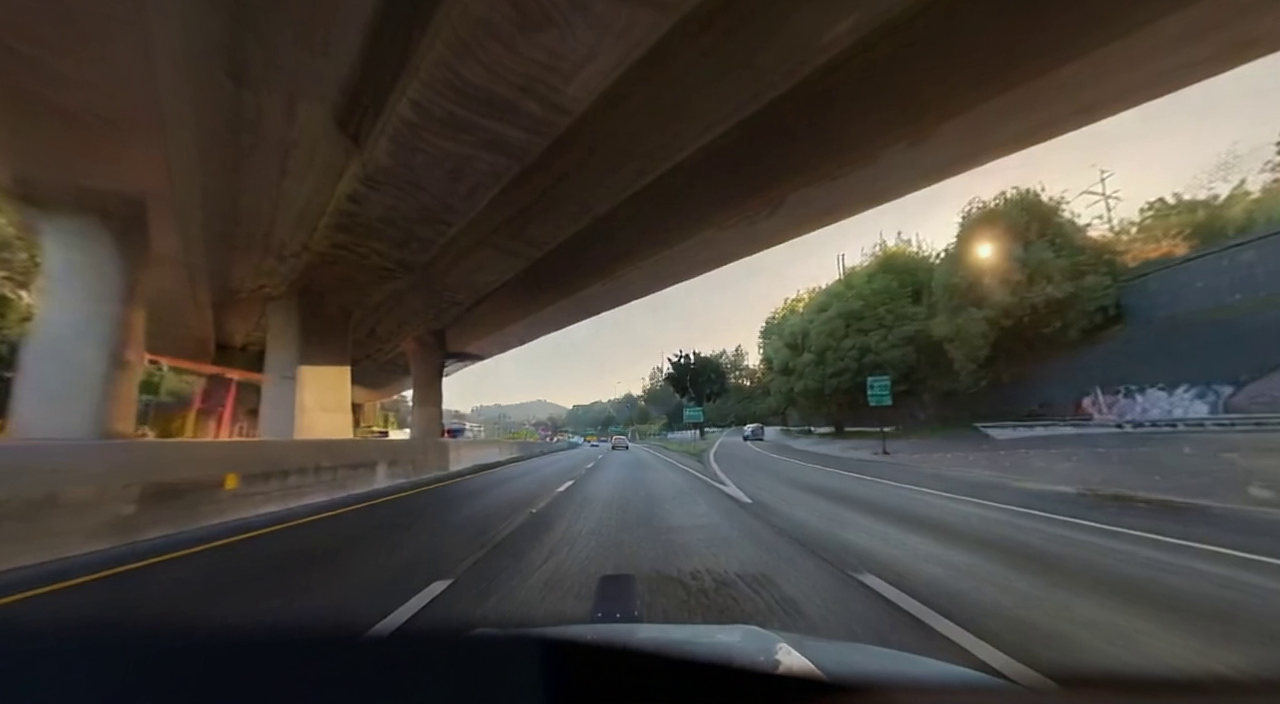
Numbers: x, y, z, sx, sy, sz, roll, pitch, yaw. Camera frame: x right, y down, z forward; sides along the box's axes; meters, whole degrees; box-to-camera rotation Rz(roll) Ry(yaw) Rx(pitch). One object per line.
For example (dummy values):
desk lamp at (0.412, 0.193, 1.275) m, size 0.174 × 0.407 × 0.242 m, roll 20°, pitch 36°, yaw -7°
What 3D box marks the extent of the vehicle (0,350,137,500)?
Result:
vehicle at (-18.419, 1.655, 14.592) m, size 2.869 × 3.964 × 13.316 m, roll 0°, pitch -8°, yaw -1°
